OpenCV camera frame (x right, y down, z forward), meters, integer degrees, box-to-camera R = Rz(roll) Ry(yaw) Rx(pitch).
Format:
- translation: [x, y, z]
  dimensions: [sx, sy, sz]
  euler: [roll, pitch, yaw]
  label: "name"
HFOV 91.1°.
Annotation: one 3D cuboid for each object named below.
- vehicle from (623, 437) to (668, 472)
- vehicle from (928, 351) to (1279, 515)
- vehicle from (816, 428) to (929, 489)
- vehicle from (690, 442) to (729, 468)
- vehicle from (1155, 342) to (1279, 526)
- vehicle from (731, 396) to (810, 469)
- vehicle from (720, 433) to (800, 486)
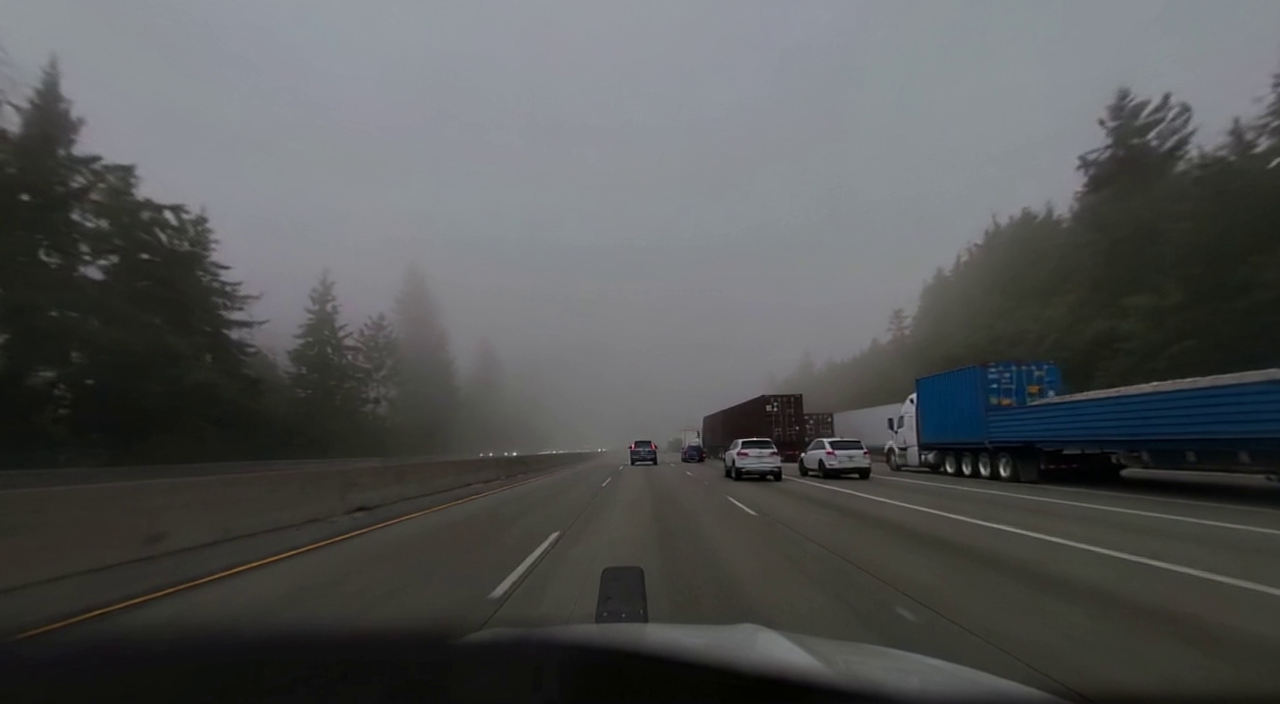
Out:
- translation: [0.266, 5.538, 34.096]
  dimensions: [2.313, 1.736, 4.215]
  euler: [0, -8, 0]
  label: "vehicle"
- translation: [11.658, 2.292, 17.301]
  dimensions: [2.786, 3.226, 9.750]
  euler: [0, -8, 0]
  label: "vehicle"
- translation: [7.661, 3.555, 21.289]
  dimensions: [1.985, 1.835, 4.681]
  euler: [0, -8, -1]
  label: "vehicle"
- translation: [4.175, 6.289, 38.481]
  dimensions: [1.888, 1.501, 4.608]
  euler: [0, -8, 0]
  label: "vehicle"
- translation: [11.648, 1.066, 8.424]
  dimensions: [2.693, 2.922, 7.759]
  euler: [0, -8, -1]
  label: "vehicle"
- translation: [7.874, 5.114, 39.342]
  dimensions: [2.784, 4.002, 9.298]
  euler: [0, -8, -1]
  label: "vehicle"
- translation: [4.110, 3.762, 22.261]
  dimensions: [1.972, 1.693, 4.139]
  euler: [0, -8, 0]
  label: "vehicle"
